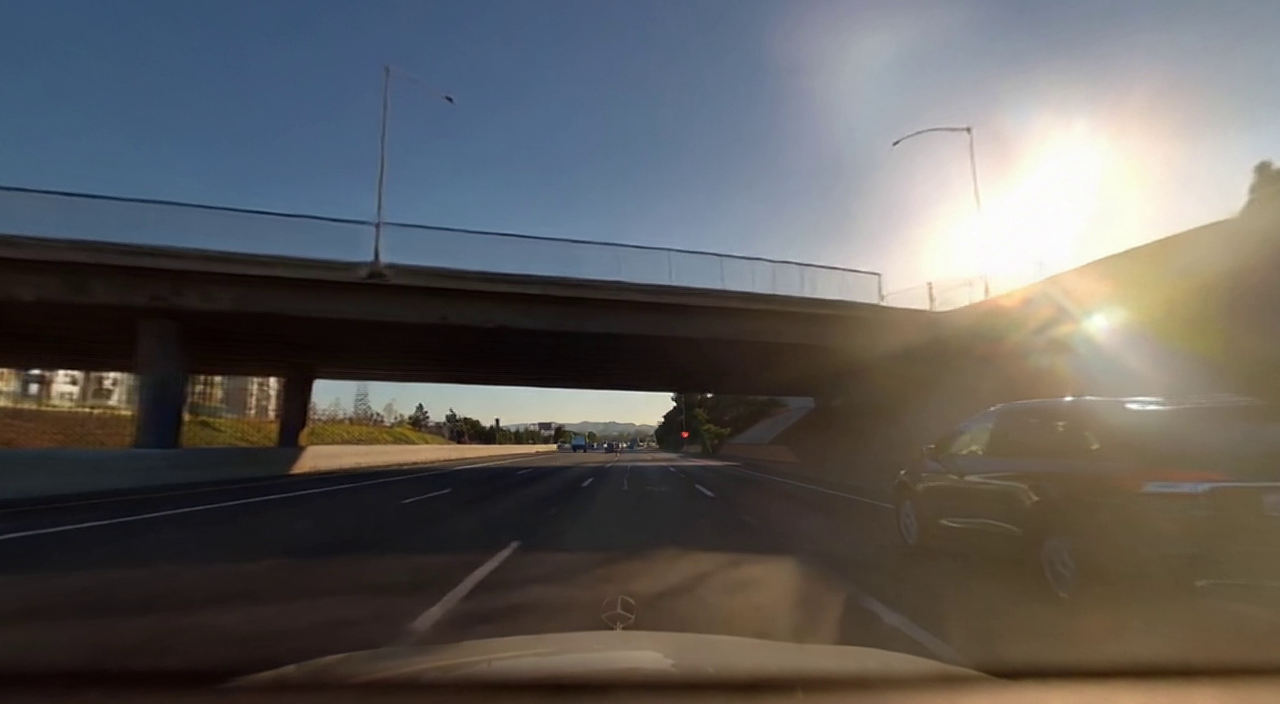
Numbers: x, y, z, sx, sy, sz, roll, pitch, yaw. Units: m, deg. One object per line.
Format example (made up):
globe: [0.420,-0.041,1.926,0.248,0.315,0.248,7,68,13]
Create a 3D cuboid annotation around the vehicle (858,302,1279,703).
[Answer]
vehicle: [3.536,0.970,4.286,2.212,1.753,5.064,0,-9,-1]
